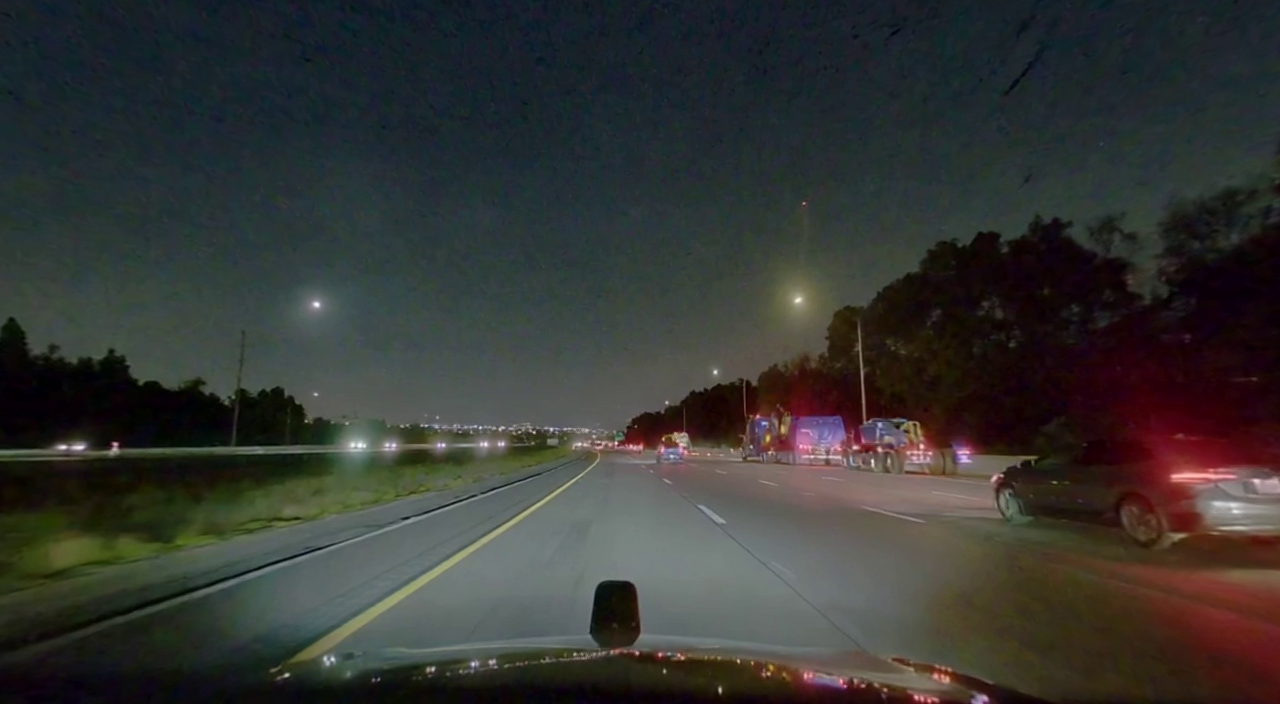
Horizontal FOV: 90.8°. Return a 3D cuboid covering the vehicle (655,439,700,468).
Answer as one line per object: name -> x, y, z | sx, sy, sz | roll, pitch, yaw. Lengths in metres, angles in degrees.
vehicle -> 2.328, 6.499, 40.508 | 2.305, 1.729, 4.526 | 0, -8, -4

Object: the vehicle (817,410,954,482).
vehicle -> 10.091, 3.983, 26.949 | 2.873, 2.663, 6.922 | 0, -8, -2

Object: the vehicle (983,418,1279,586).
vehicle -> 6.810, 1.712, 8.144 | 2.106, 1.519, 4.560 | 0, -8, -2
